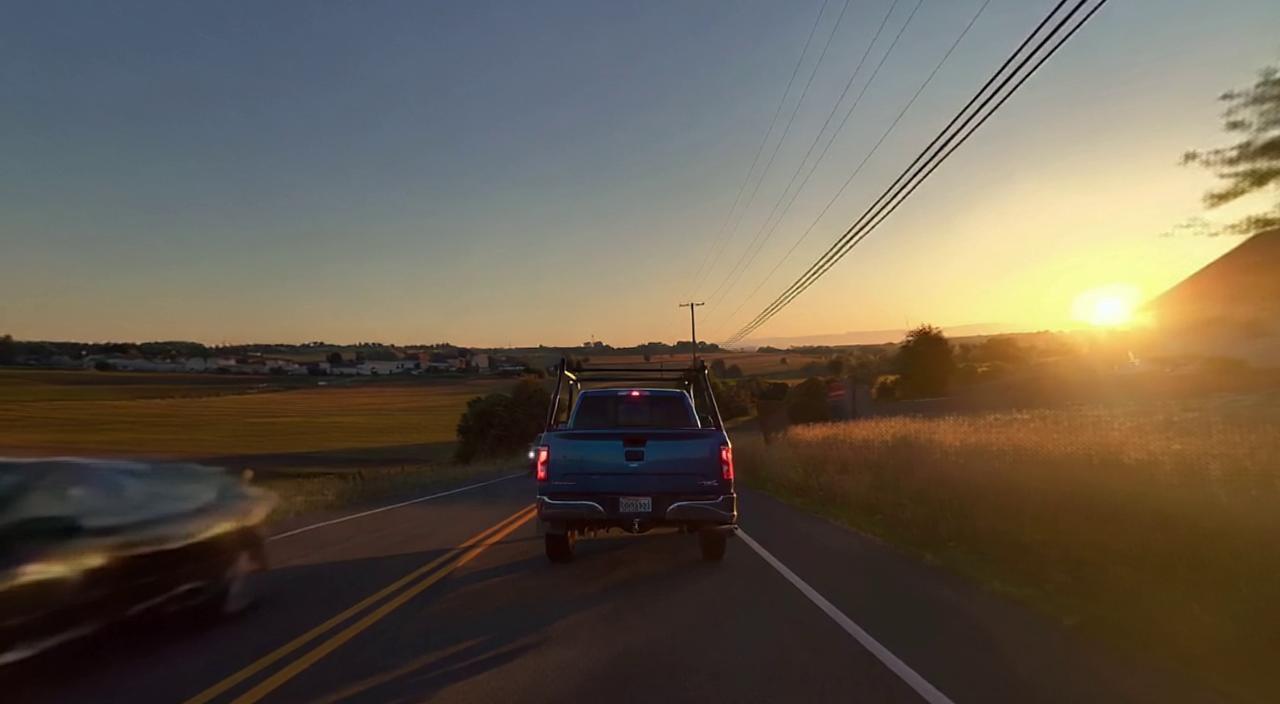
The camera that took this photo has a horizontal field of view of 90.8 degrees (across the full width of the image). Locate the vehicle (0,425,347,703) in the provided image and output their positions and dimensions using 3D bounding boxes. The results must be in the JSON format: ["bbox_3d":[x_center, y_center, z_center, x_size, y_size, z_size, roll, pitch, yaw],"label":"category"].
[{"bbox_3d":[-4.072,1.287,4.352,2.014,1.459,4.349,0,-8,0],"label":"vehicle"}]

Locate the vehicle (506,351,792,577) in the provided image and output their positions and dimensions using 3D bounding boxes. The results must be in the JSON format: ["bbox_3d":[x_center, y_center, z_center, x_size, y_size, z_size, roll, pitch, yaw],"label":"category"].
[{"bbox_3d":[-0.002,1.673,10.203,2.912,2.320,7.292,0,-8,-2],"label":"vehicle"}]
